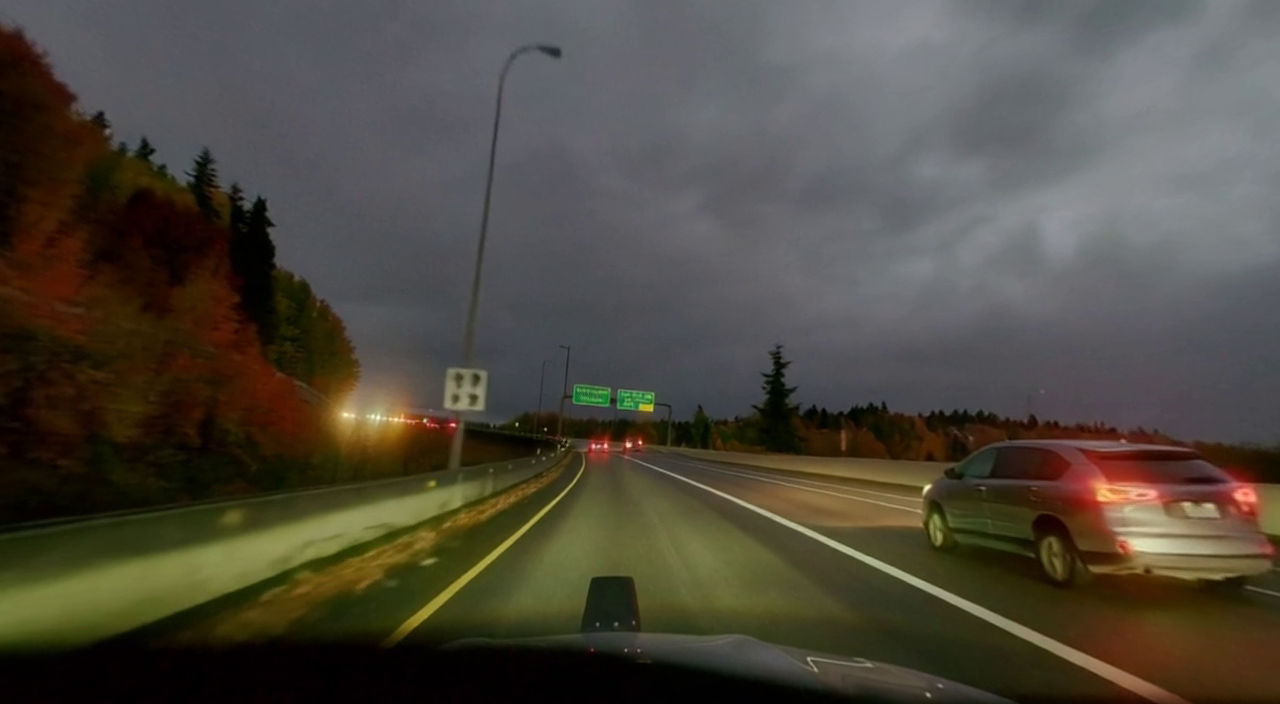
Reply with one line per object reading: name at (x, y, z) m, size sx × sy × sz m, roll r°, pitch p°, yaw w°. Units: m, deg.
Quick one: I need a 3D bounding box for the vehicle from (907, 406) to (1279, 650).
vehicle at (4.520, 1.430, 6.084) m, size 1.952 × 1.536 × 4.036 m, roll 0°, pitch -9°, yaw -1°
